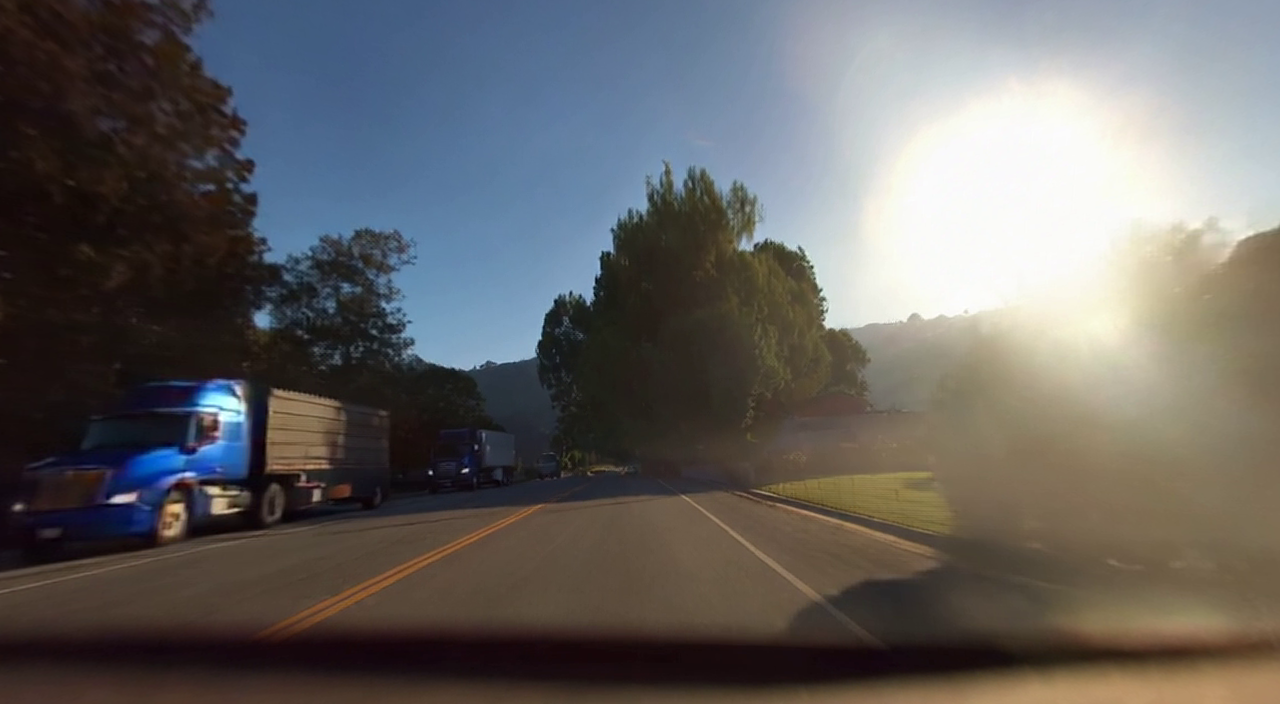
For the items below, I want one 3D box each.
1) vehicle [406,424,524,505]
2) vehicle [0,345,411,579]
[{"bbox_3d":[-8.357,5.368,31.946,2.905,3.359,10.168,0,-6,1],"label":"vehicle"},{"bbox_3d":[-8.274,2.175,14.024,2.788,3.365,9.652,0,-7,0],"label":"vehicle"}]
